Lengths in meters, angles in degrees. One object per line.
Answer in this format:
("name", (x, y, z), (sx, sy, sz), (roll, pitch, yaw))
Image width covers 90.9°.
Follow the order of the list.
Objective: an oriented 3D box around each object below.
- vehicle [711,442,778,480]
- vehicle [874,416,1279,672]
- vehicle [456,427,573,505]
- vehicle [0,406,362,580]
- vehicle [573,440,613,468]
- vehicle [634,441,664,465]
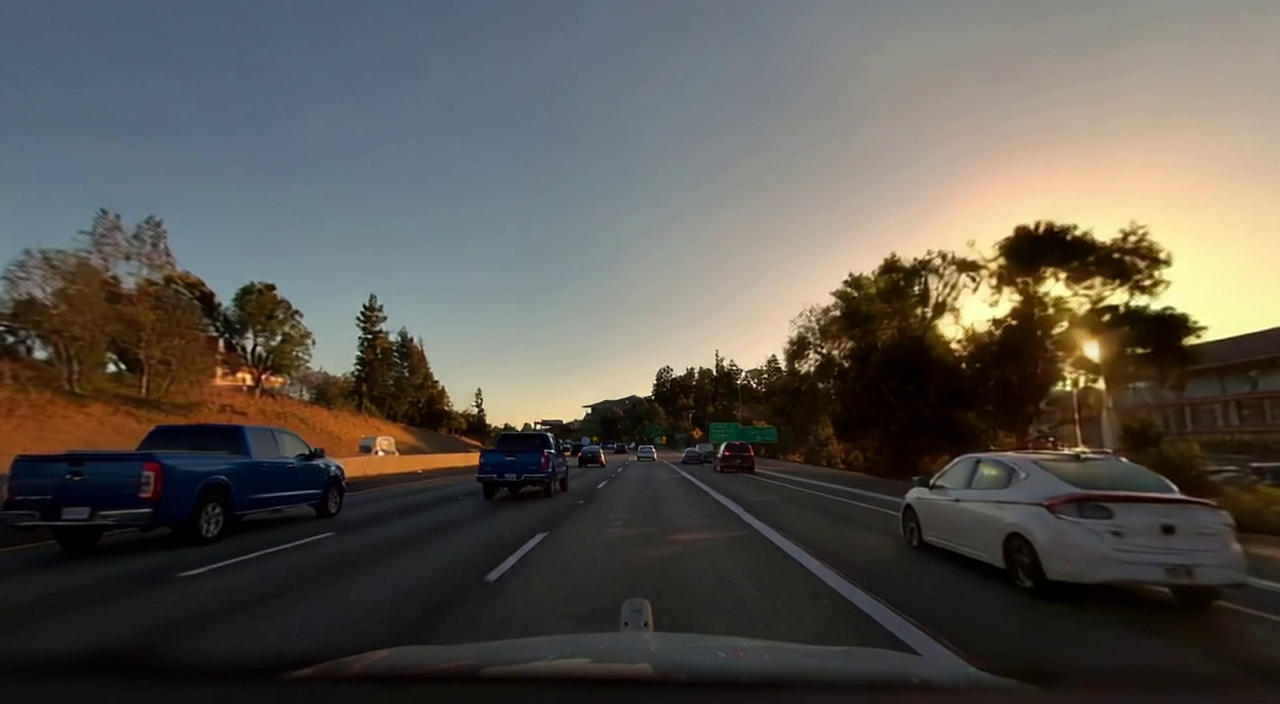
("vehicle", (4.409, 4.649, 27.253), (2.072, 1.456, 4.537), (0, -8, -1))
("vehicle", (4.145, 1.466, 6.030), (2.111, 1.498, 4.466), (0, -8, 0))
("vehicle", (-3.126, 2.958, 16.812), (2.146, 1.775, 4.553), (0, -8, 1))
("vehicle", (-6.487, 1.855, 9.251), (2.428, 1.812, 5.131), (0, -8, 1))
("vehicle", (-3.048, 6.754, 42.035), (2.209, 1.714, 4.576), (0, -8, 1))
("vehicle", (0.657, 7.393, 46.312), (2.080, 1.682, 4.150), (0, -8, 0))
